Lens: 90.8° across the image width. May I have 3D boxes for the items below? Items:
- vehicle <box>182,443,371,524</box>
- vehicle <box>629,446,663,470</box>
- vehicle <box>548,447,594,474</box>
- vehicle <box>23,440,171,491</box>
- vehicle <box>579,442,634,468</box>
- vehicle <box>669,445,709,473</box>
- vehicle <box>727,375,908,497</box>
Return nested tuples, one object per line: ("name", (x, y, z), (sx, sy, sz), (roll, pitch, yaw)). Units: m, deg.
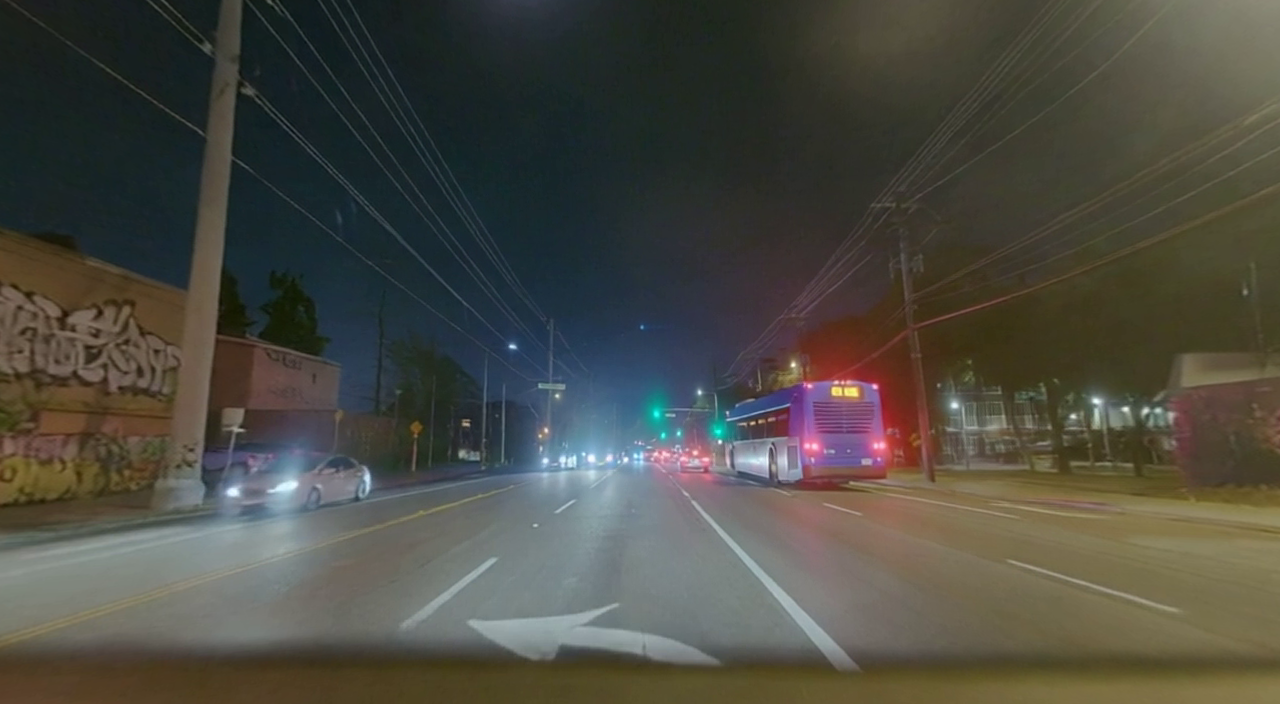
("vehicle", (-8.645, 3.106, 15.616), (2.017, 1.659, 4.405), (0, -8, 0))
("vehicle", (0.341, 6.950, 41.789), (2.016, 1.464, 4.089), (0, -8, -3))
("vehicle", (-4.037, 6.419, 37.587), (1.915, 1.452, 4.654), (-1, -8, 4))
("vehicle", (-23.418, 4.883, 27.392), (4.497, 2.023, 2.073), (-1, -7, 1))
("vehicle", (-2.482, 7.751, 47.732), (2.076, 1.815, 4.464), (-5, -9, 29))
("vehicle", (2.807, 6.196, 36.915), (1.961, 1.470, 4.196), (0, -8, 0))
("vehicle", (5.882, 3.261, 24.237), (3.045, 3.447, 12.604), (0, -8, -1))
